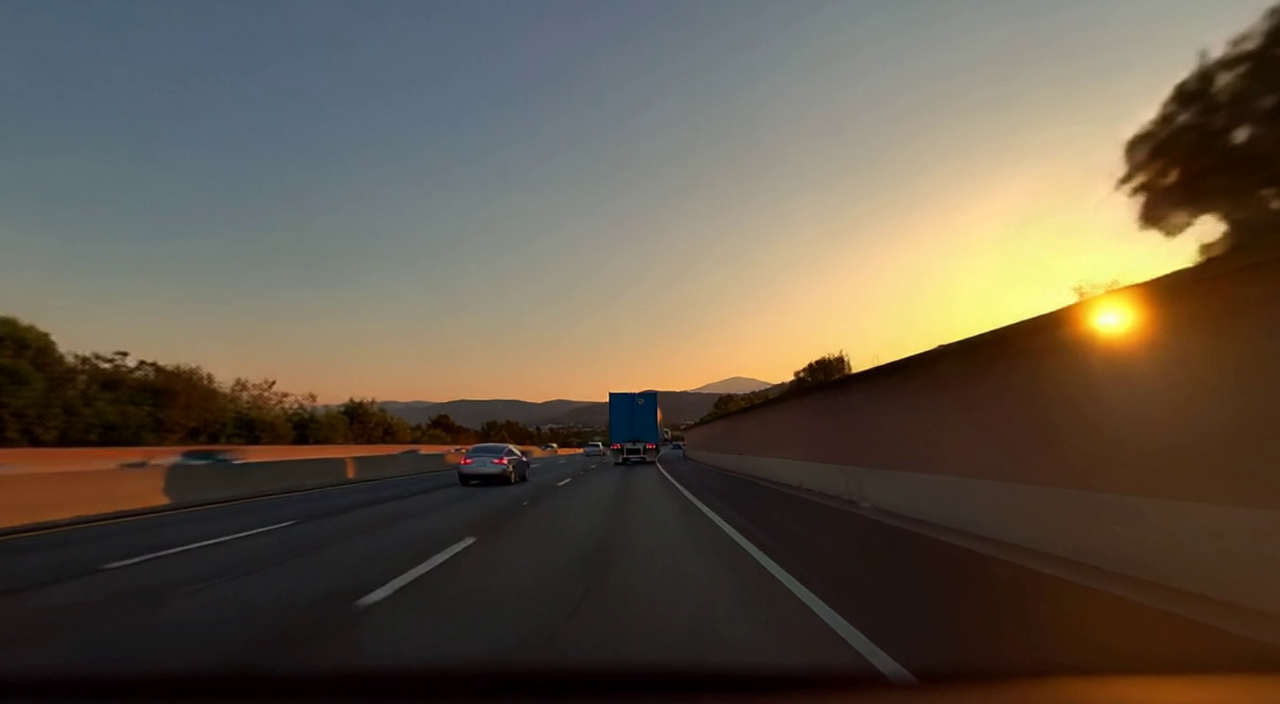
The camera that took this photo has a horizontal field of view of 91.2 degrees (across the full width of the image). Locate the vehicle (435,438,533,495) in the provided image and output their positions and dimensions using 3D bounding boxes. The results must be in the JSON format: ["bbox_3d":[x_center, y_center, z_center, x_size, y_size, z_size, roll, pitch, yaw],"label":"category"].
[{"bbox_3d":[-4.442,3.320,18.506,1.895,1.500,3.808,0,-9,0],"label":"vehicle"}]

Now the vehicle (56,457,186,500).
[{"bbox_3d":[-20.626,5.019,25.153,1.822,1.486,3.965,0,-9,0],"label":"vehicle"}]

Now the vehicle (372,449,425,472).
[{"bbox_3d":[-17.308,7.746,45.144,1.958,1.524,4.592,0,-9,1],"label":"vehicle"}]

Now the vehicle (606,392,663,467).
[{"bbox_3d":[-0.341,5.117,40.226,3.123,4.094,10.812,0,-9,0],"label":"vehicle"}]
